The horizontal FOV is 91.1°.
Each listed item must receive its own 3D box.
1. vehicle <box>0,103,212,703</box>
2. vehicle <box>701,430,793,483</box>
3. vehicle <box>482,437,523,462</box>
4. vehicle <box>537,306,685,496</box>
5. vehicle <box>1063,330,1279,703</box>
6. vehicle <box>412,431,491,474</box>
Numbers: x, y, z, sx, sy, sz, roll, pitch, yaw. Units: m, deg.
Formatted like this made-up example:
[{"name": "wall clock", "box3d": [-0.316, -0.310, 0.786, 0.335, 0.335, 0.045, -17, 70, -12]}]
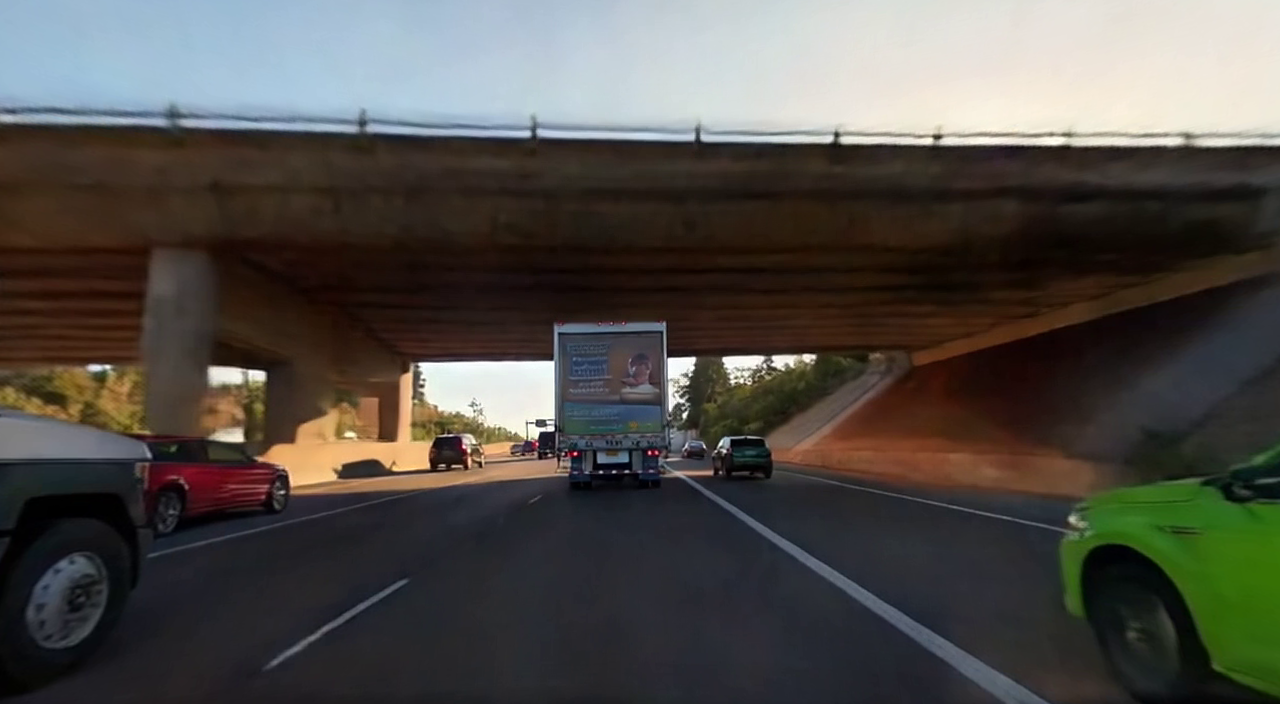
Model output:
[{"name": "vehicle", "box3d": [-3.714, 0.142, 0.648, 2.660, 2.637, 5.634, 0, -8, -2]}, {"name": "vehicle", "box3d": [3.363, 3.357, 20.673, 2.003, 1.519, 4.580, 0, -8, -3]}, {"name": "vehicle", "box3d": [-8.865, 6.309, 40.857, 1.845, 1.488, 3.656, 0, -8, 0]}, {"name": "vehicle", "box3d": [-0.837, 1.622, 17.527, 2.911, 3.787, 9.905, 0, -8, -3]}, {"name": "vehicle", "box3d": [3.688, 0.602, 1.545, 2.118, 1.647, 4.400, 0, -8, -2]}, {"name": "vehicle", "box3d": [-8.051, 4.332, 27.373, 2.057, 1.698, 4.550, 0, -8, -1]}]
